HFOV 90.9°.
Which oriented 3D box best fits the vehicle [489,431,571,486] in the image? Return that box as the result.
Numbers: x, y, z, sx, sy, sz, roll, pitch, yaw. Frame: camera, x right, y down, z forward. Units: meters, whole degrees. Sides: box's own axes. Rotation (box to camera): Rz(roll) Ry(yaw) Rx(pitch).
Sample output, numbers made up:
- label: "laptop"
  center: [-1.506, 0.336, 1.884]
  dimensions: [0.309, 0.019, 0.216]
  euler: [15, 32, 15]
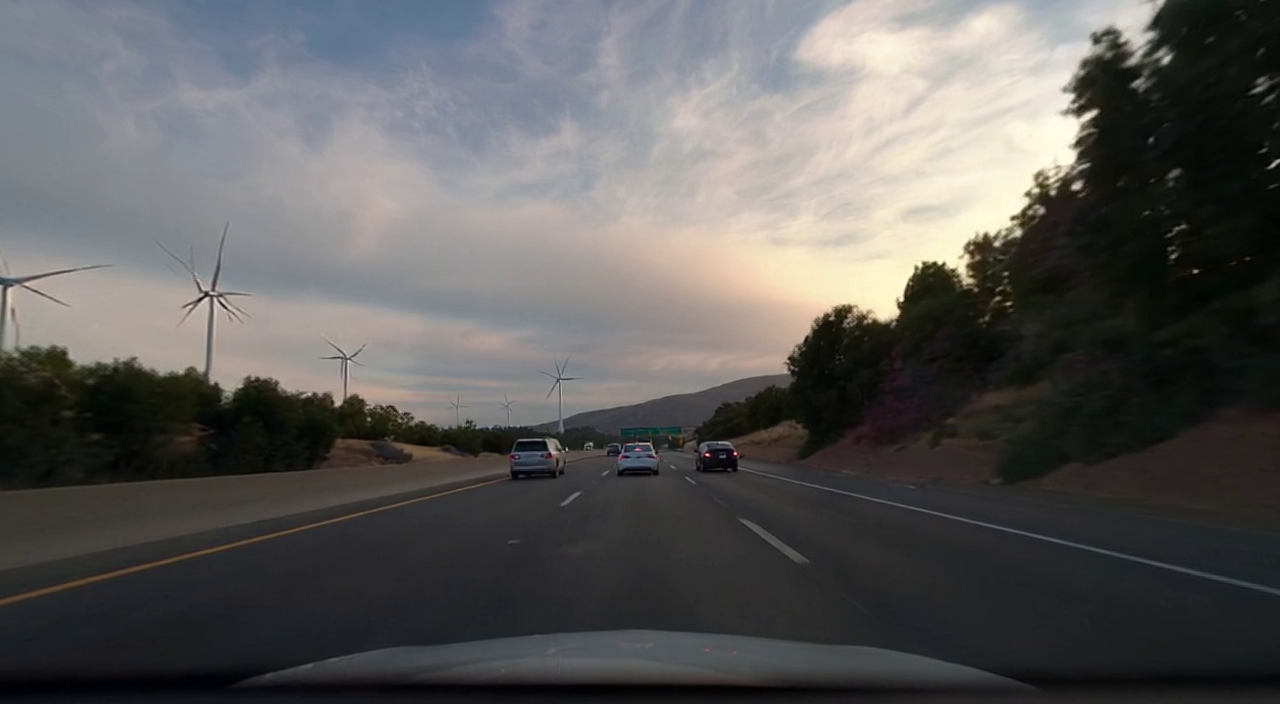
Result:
- label: "vehicle"
  center: [-3.907, 3.896, 23.293]
  dimensions: [2.131, 1.784, 4.635]
  euler: [-1, -9, 1]

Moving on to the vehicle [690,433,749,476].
- label: "vehicle"
  center: [3.679, 4.878, 30.211]
  dimensions: [2.104, 1.861, 4.956]
  euler: [0, -9, -1]

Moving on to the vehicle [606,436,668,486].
- label: "vehicle"
  center: [-0.120, 3.965, 23.228]
  dimensions: [2.083, 1.653, 3.787]
  euler: [0, -9, 0]
